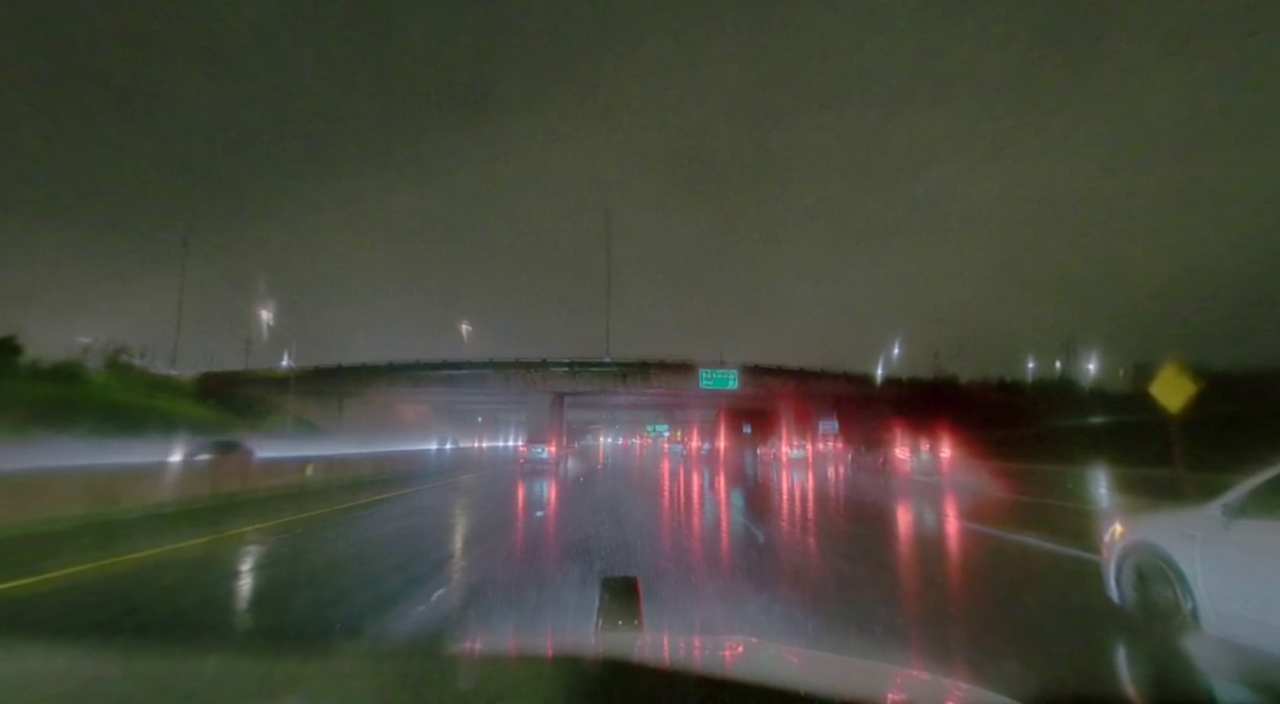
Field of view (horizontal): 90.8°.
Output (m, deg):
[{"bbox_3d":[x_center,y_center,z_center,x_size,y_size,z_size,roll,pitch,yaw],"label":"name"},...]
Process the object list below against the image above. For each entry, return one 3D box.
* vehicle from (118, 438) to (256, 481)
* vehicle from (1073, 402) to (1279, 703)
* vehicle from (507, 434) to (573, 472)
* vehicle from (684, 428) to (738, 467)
[{"bbox_3d":[-16.680,3.965,23.581,1.921,1.444,4.551,0,-8,-2],"label":"vehicle"},{"bbox_3d":[3.724,0.823,1.792,1.989,1.472,4.322,0,-8,2],"label":"vehicle"},{"bbox_3d":[-4.169,4.313,27.178,1.997,1.476,4.703,0,-8,1],"label":"vehicle"},{"bbox_3d":[3.400,4.707,31.162,2.072,1.761,4.242,0,-8,-2],"label":"vehicle"}]
